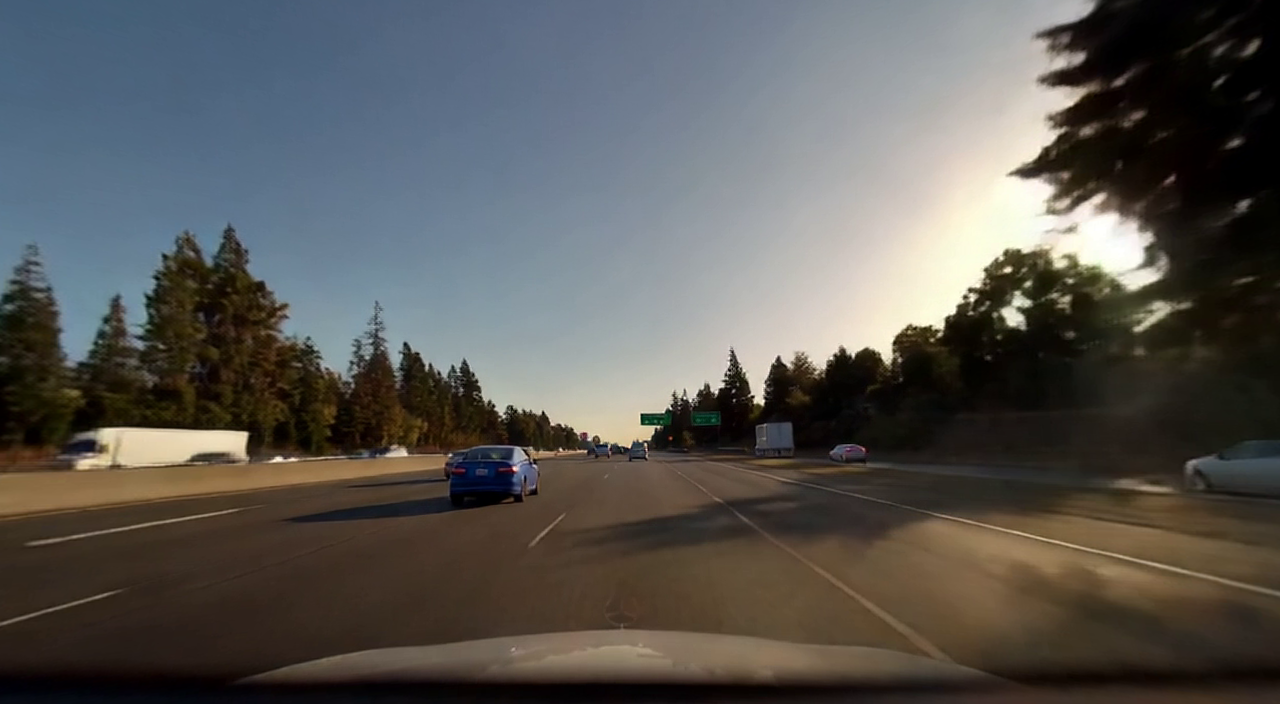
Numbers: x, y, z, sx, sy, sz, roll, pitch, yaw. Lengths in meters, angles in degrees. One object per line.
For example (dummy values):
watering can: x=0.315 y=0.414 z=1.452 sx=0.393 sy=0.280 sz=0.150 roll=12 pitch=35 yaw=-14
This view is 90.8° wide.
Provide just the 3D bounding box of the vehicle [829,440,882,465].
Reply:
vehicle: x=15.740 y=7.390 z=46.528 sx=2.081 sy=1.707 sz=4.756 roll=0 pitch=-9 yaw=-2

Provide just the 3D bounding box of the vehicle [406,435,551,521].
vehicle: x=-3.266 y=2.645 z=13.714 sx=2.020 sy=1.554 sz=4.137 roll=0 pitch=-9 yaw=0

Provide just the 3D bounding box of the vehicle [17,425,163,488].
vehicle: x=-38.767 y=7.373 z=45.103 sx=3.070 sy=4.029 sz=8.396 roll=0 pitch=-9 yaw=-3
